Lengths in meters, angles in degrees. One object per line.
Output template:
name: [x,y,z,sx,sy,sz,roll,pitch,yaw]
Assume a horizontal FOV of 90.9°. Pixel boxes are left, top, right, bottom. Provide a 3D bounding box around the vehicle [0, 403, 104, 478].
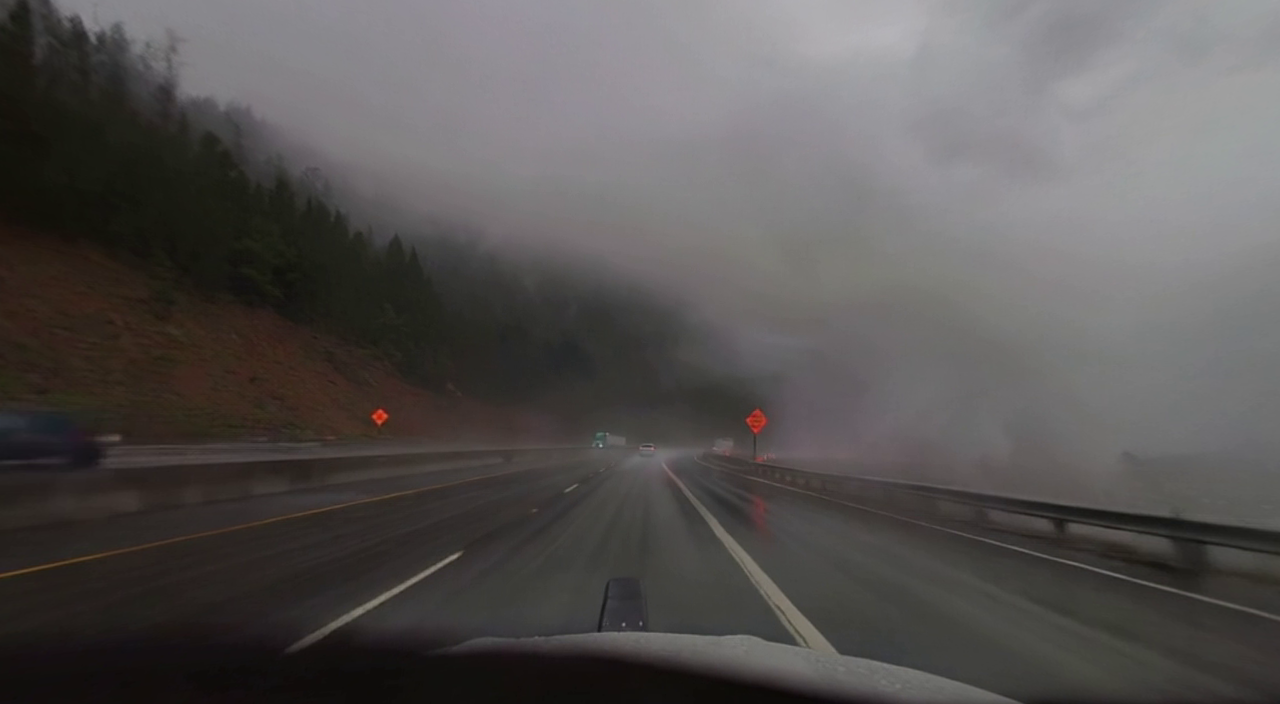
vehicle: [-17.959,2.345,16.695,2.266,1.970,5.815,0,-9,2]
